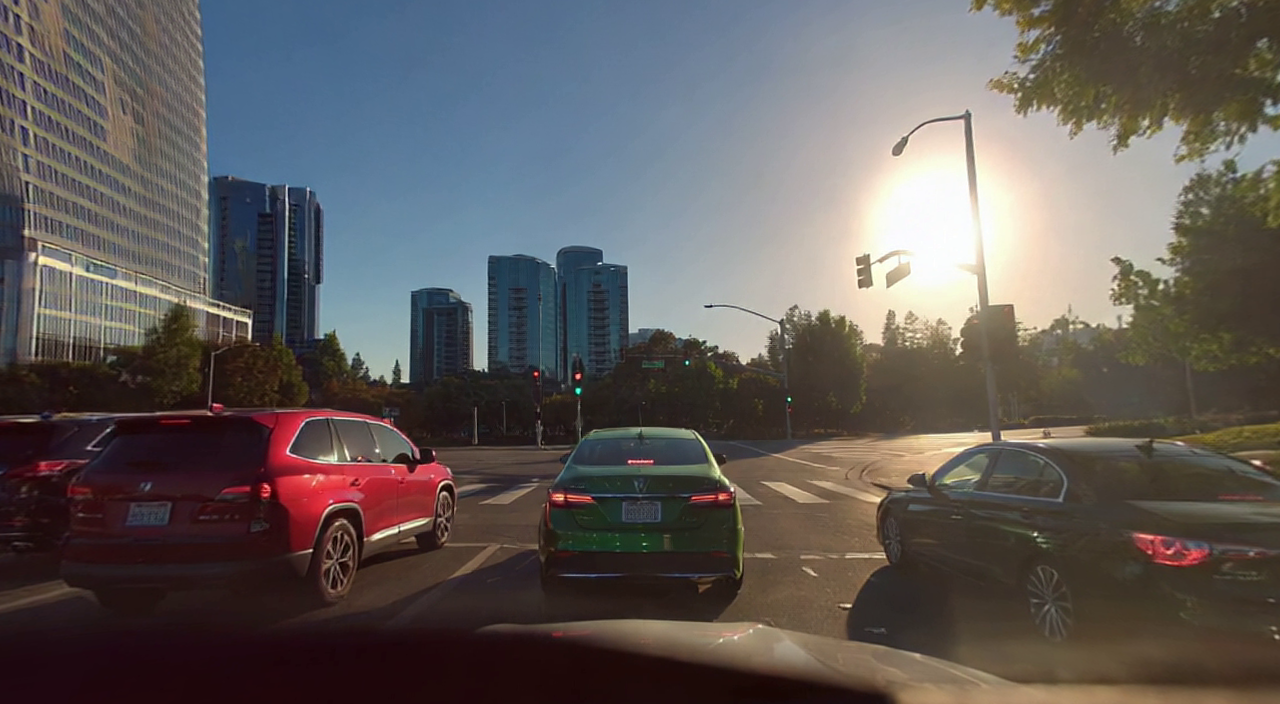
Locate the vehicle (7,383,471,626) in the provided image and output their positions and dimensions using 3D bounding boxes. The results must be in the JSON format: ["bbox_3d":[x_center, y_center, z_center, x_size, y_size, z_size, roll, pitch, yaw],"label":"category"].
[{"bbox_3d":[-3.553,1.430,6.855,2.014,1.755,4.360,0,-8,3],"label":"vehicle"}]

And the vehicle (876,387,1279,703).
[{"bbox_3d":[3.583,1.200,4.605,2.010,1.486,4.498,0,-8,1],"label":"vehicle"}]

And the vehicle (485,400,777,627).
[{"bbox_3d":[-0.045,1.401,6.302,2.047,1.579,3.642,0,-8,1],"label":"vehicle"}]
